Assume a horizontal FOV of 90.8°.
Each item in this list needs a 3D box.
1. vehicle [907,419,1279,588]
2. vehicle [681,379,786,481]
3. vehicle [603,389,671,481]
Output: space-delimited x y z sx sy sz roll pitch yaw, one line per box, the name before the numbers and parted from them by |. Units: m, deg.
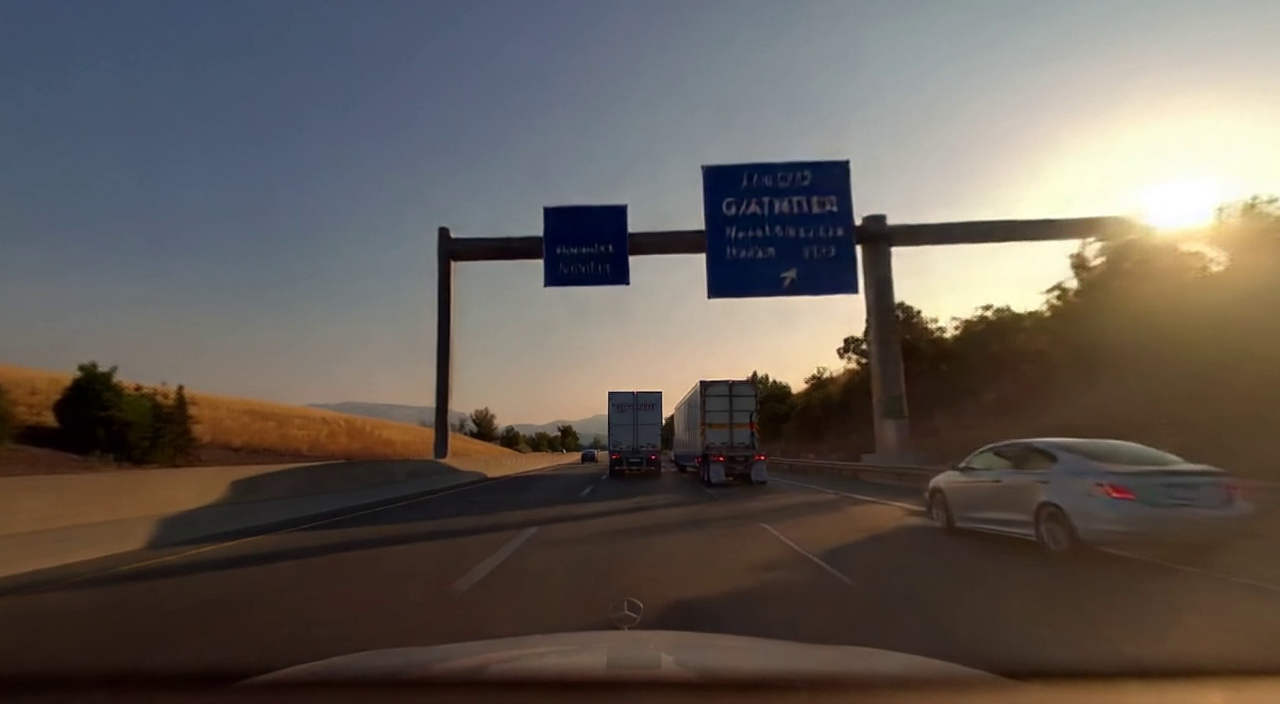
vehicle | 5.488 1.768 8.277 2.086 1.530 4.808 -1 -9 3
vehicle | 4.264 4.275 32.954 3.044 4.128 14.482 0 -9 -1
vehicle | -0.139 4.227 31.445 2.864 3.805 9.709 0 -9 0
